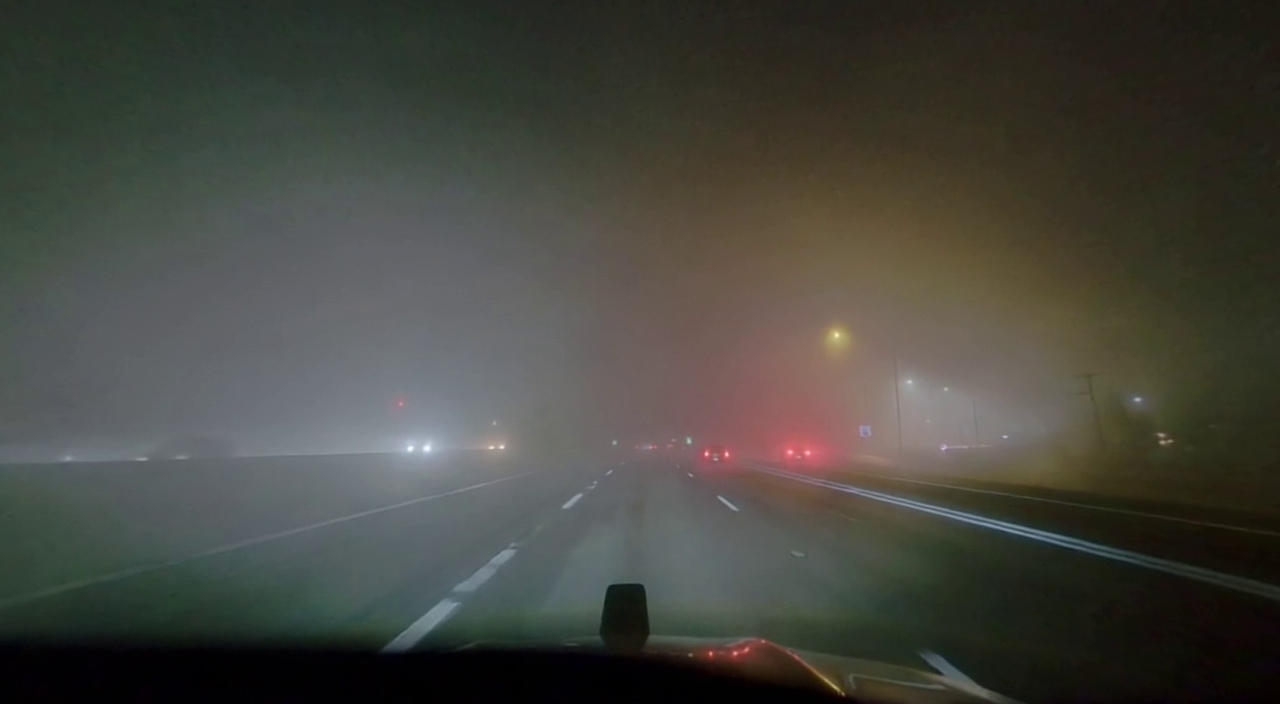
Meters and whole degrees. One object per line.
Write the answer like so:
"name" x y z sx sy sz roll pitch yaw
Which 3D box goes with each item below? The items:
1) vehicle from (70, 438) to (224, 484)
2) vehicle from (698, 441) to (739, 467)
"vehicle" -17.539 3.883 22.740 2.170 1.482 4.085 0 -8 1
"vehicle" 4.718 6.177 38.460 1.912 1.478 4.125 0 -8 0
